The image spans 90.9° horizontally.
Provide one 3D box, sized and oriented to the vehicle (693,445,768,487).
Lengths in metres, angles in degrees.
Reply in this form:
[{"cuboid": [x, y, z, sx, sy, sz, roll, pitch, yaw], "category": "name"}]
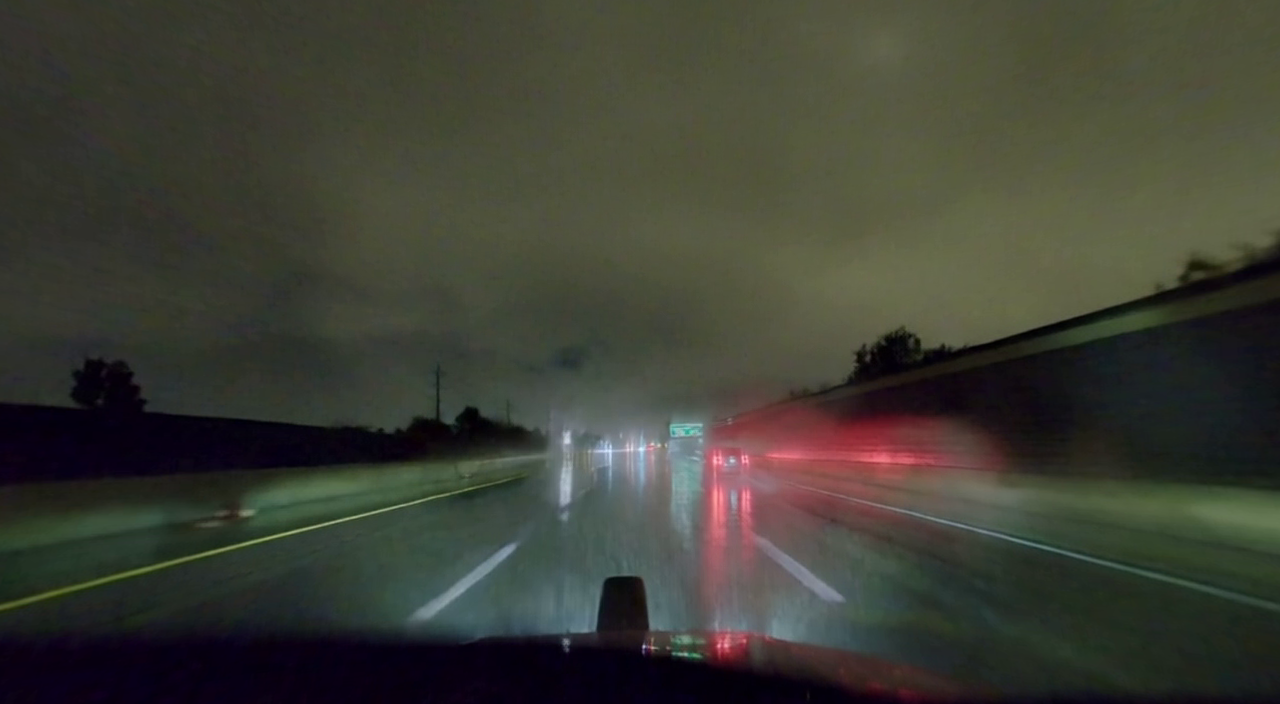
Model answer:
[{"cuboid": [3.401, 4.385, 24.635, 2.193, 1.462, 4.533, 0, -8, -1], "category": "vehicle"}]
